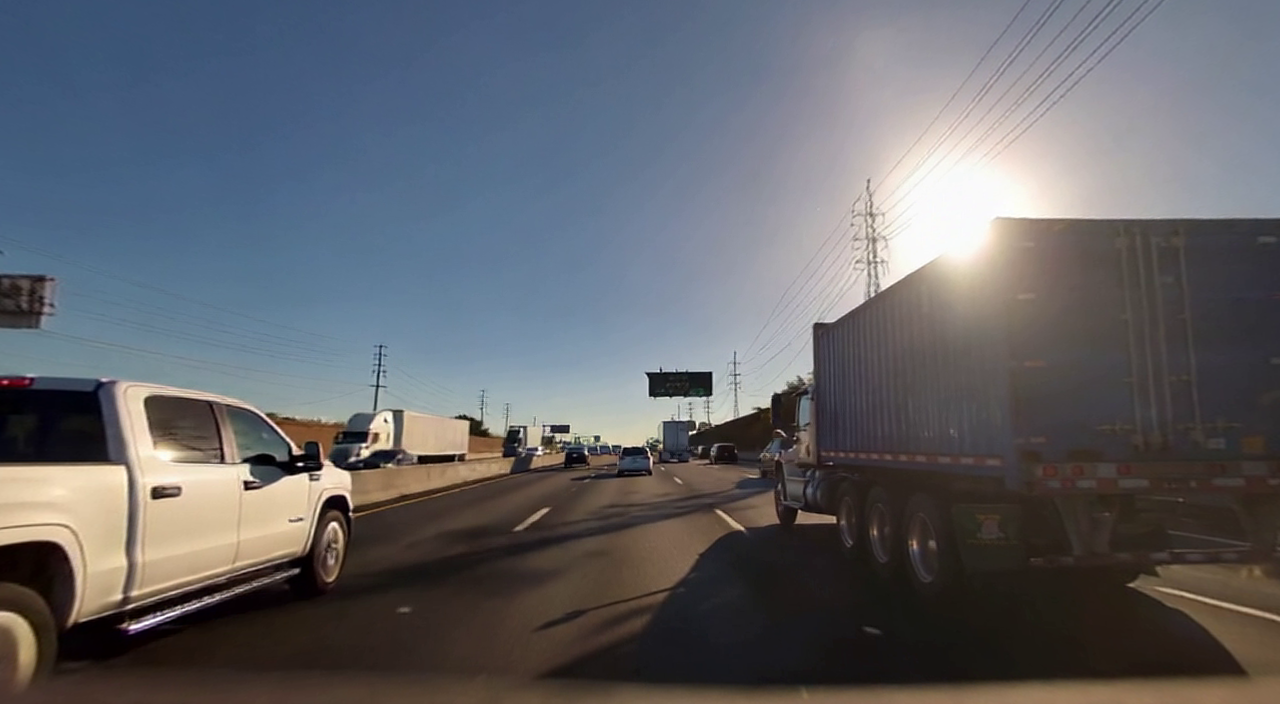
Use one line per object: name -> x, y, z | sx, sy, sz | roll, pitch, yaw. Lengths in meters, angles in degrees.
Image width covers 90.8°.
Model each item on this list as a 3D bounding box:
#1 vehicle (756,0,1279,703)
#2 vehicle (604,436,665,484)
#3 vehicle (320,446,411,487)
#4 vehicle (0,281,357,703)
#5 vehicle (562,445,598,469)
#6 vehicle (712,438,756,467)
vehicle -> 3.428, 0.295, 5.957 | 3.013, 3.940, 7.933 | 0, -9, -1
vehicle -> -0.208, 4.207, 24.769 | 2.191, 1.685, 4.015 | 0, -9, -1
vehicle -> -10.571, 4.438, 24.689 | 1.850, 1.453, 3.853 | 0, -9, -1
vehicle -> -4.031, 0.773, 3.206 | 2.323, 2.046, 6.006 | 0, -9, 1
vehicle -> -3.995, 7.035, 42.631 | 2.025, 1.498, 4.675 | 0, -9, 0
vehicle -> 6.882, 7.445, 46.906 | 2.302, 1.973, 5.502 | 0, -9, -2
